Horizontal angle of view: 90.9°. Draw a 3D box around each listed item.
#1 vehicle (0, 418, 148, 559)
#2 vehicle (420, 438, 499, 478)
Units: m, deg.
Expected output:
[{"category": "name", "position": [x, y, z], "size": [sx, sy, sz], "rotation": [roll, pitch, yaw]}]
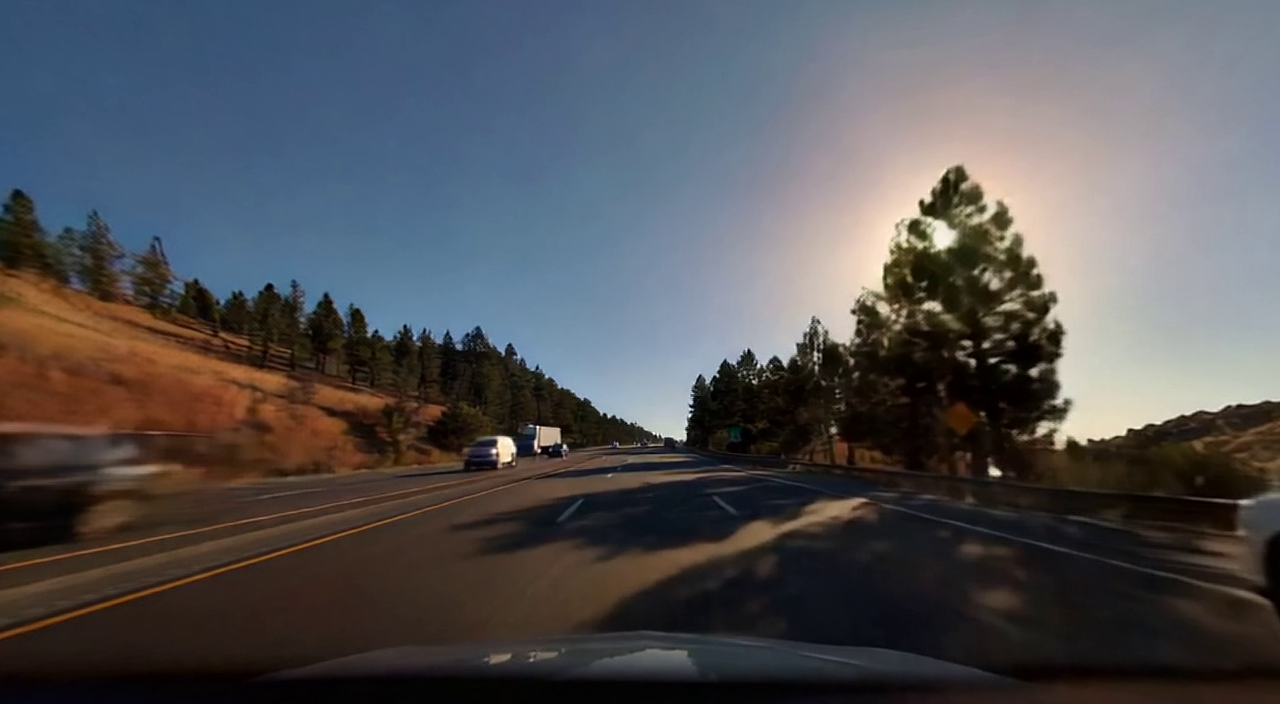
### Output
[{"category": "vehicle", "position": [-8.966, 1.671, 7.648], "size": [2.081, 1.720, 4.709], "rotation": [-1, -8, 2]}, {"category": "vehicle", "position": [-8.575, 5.071, 30.490], "size": [2.287, 1.721, 4.651], "rotation": [-1, -8, 2]}]
